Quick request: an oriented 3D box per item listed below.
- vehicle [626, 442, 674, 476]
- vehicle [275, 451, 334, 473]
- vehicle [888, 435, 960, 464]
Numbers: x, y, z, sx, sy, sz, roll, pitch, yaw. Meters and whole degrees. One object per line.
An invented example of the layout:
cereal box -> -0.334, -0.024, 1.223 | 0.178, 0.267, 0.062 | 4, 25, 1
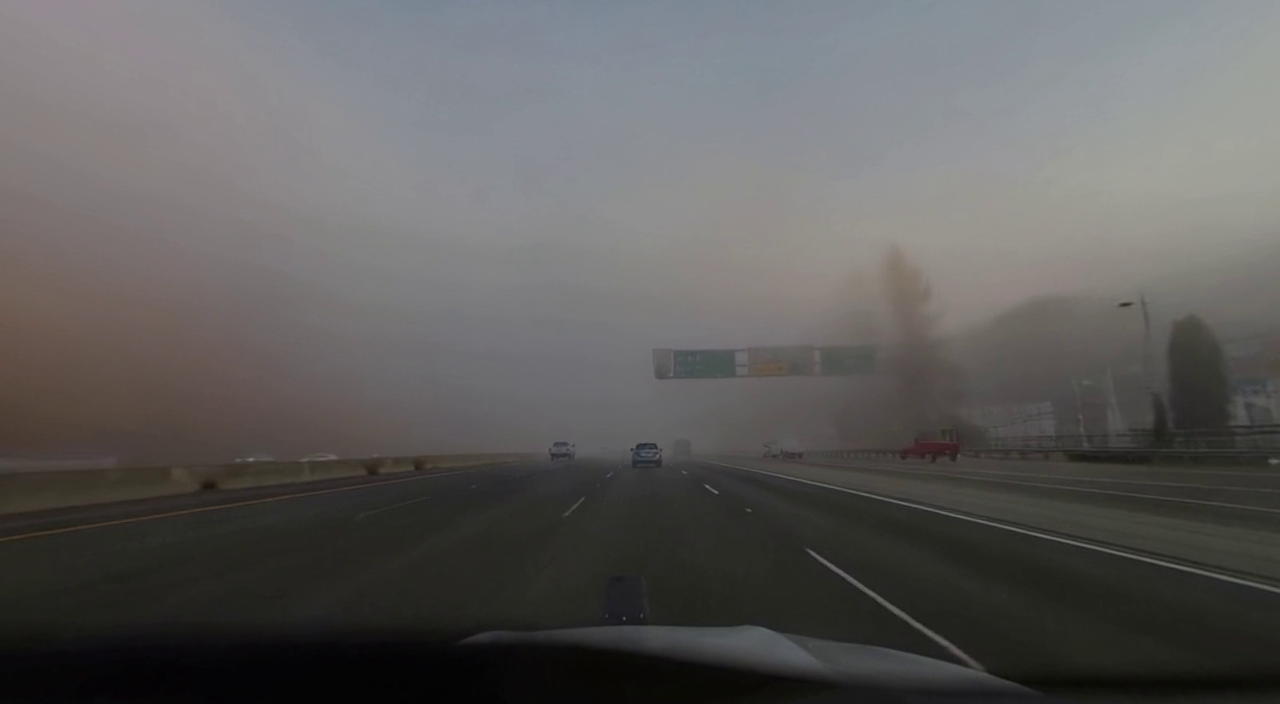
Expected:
vehicle -> 0.401, 5.020, 29.853 | 2.112, 1.482, 4.082 | 0, -8, -1
vehicle -> -25.007, 8.187, 47.198 | 1.828, 1.466, 4.519 | 0, -8, 1
vehicle -> 20.602, 7.082, 46.061 | 2.304, 1.951, 5.719 | 0, -8, -4
